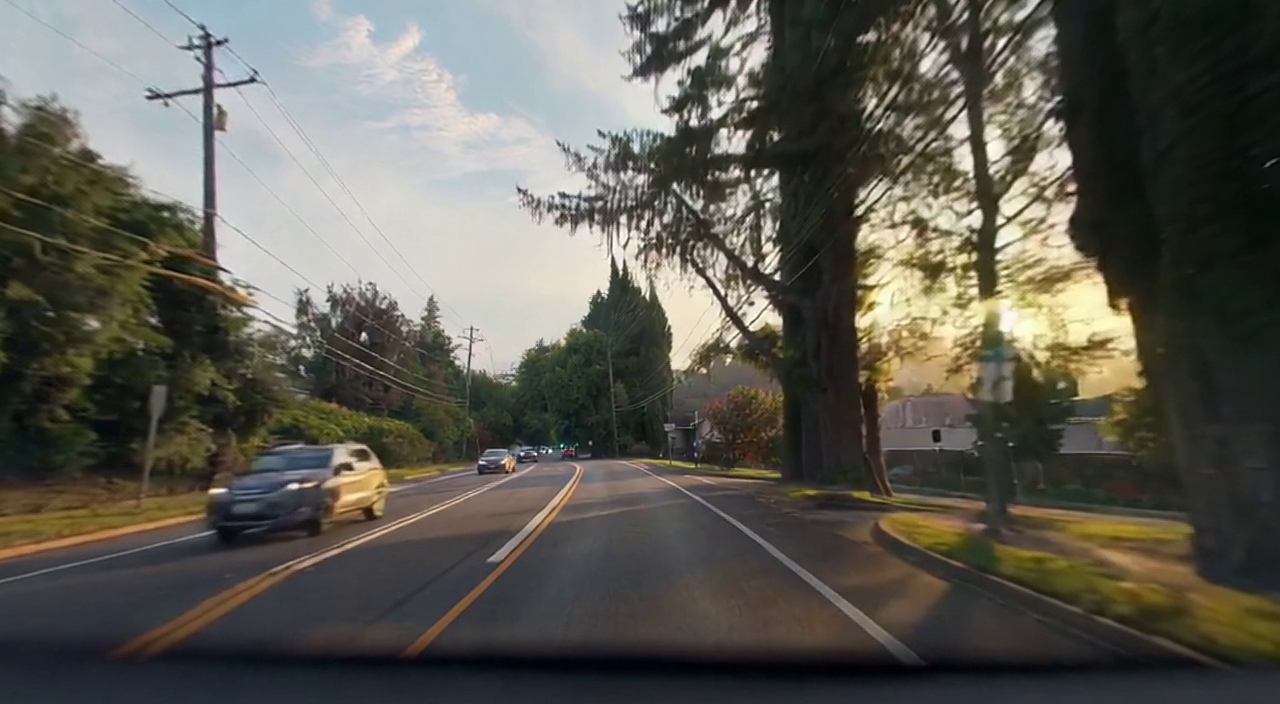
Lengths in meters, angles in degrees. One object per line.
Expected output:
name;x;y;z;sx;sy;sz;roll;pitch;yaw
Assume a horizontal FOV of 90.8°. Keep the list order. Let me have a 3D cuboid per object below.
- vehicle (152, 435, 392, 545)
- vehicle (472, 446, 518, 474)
vehicle;-6.519;2.433;11.971;2.001;1.647;4.514;0;-8;-3
vehicle;-8.164;6.095;36.000;1.883;1.474;4.450;0;-8;-4
